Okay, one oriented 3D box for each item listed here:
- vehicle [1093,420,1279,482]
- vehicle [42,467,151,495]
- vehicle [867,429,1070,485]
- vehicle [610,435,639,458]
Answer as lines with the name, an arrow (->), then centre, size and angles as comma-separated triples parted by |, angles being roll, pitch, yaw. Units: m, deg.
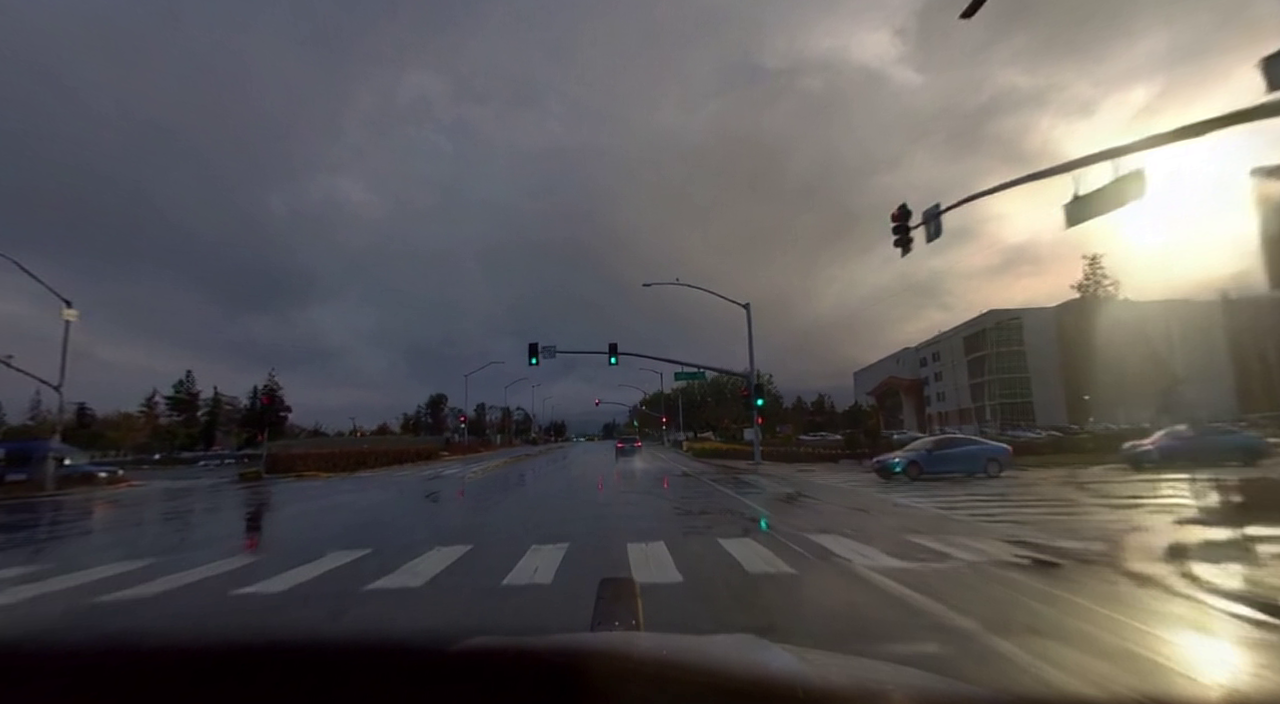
vehicle -> 16.389, 2.869, 18.446 | 4.710, 1.588, 2.053 | -1, -9, -3
vehicle -> -33.660, 8.023, 39.248 | 4.708, 1.575, 2.020 | 0, -11, -5
vehicle -> 9.425, 3.041, 18.402 | 4.794, 1.511, 1.992 | 0, -9, -3
vehicle -> -1.119, 6.992, 46.723 | 2.024, 1.628, 4.774 | 0, -9, -1
